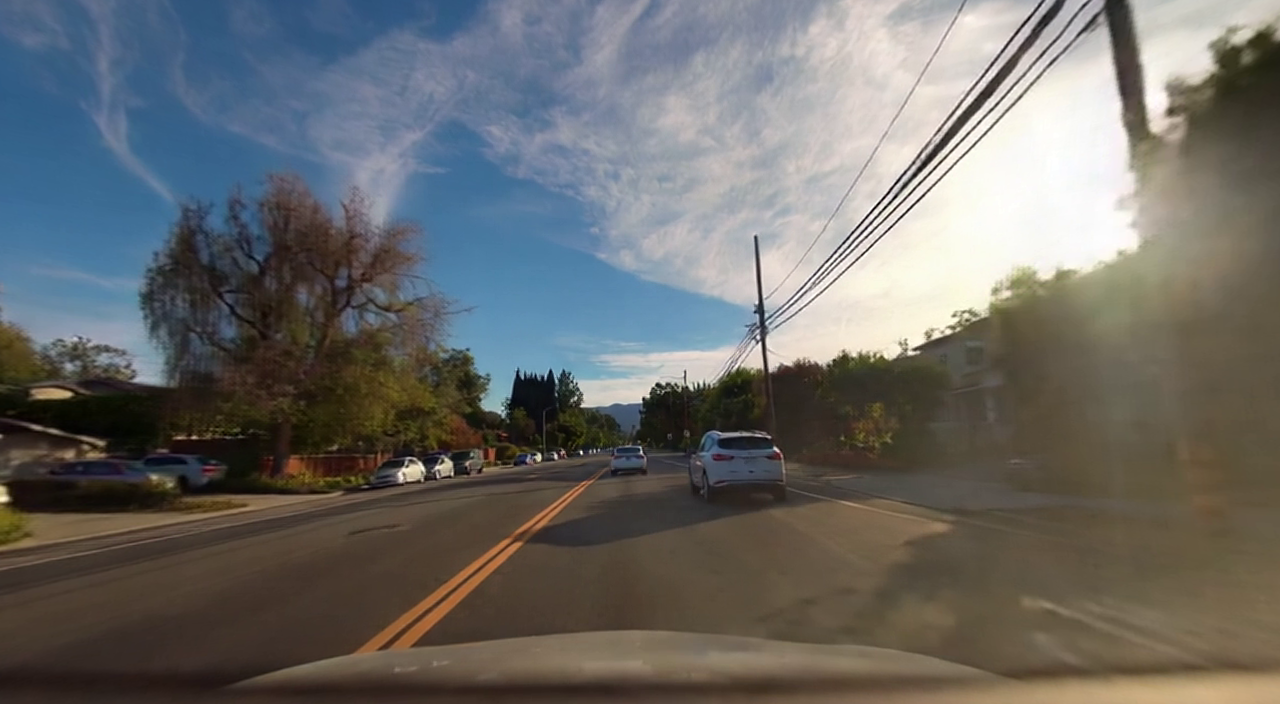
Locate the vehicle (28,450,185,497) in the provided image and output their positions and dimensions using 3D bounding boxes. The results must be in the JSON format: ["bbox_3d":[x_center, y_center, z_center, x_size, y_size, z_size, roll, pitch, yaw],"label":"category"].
[{"bbox_3d":[-21.054,4.776,25.089,4.240,1.717,2.043,0,-9,-2],"label":"vehicle"}]

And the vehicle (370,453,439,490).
[{"bbox_3d":[-12.327,6.245,33.372,2.044,1.534,4.554,-5,-8,-2],"label":"vehicle"}]

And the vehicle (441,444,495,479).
[{"bbox_3d":[-12.390,7.850,45.786,2.504,2.031,5.237,-8,-8,-4],"label":"vehicle"}]

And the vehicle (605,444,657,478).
[{"bbox_3d":[-0.413,4.946,28.942,2.196,1.449,4.006,0,-8,-1],"label":"vehicle"}]

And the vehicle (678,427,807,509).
[{"bbox_3d":[2.380,2.872,16.150,2.200,1.763,4.676,1,-8,-4],"label":"vehicle"}]
